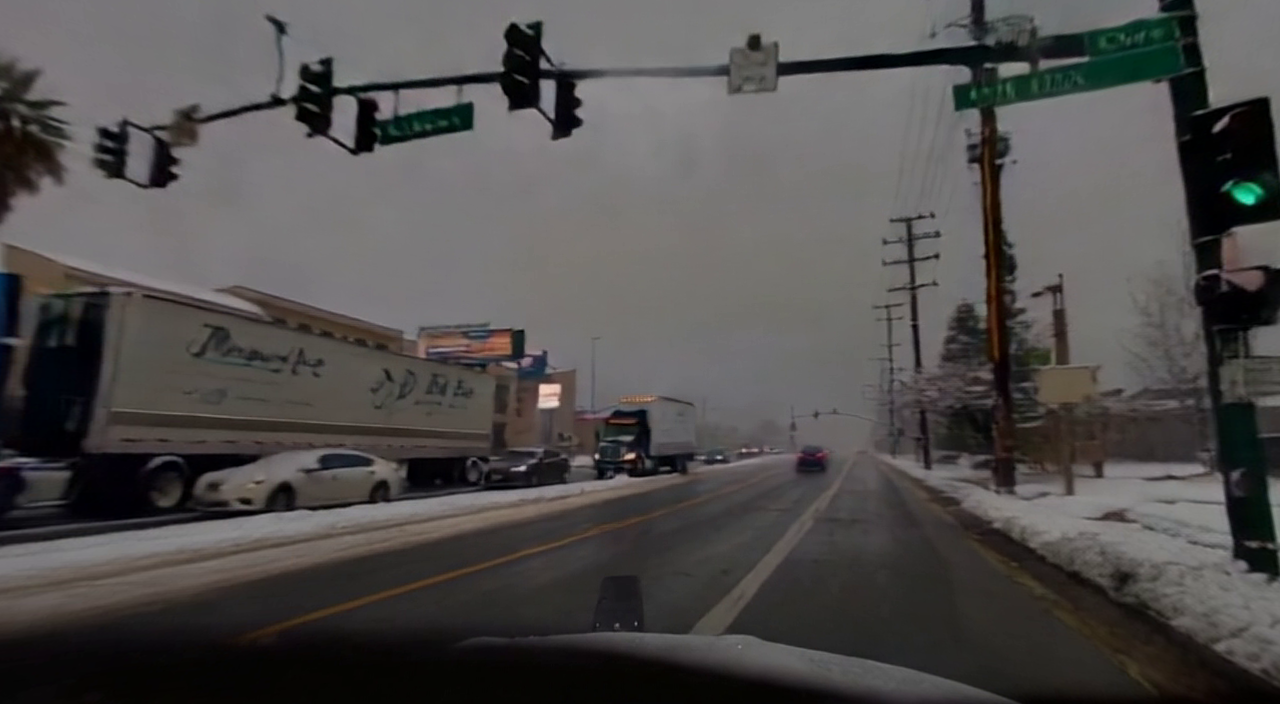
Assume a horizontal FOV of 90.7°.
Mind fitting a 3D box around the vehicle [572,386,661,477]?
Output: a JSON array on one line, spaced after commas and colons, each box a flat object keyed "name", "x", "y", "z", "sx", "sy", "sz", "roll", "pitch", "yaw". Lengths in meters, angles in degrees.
[{"name": "vehicle", "x": -1.047, "y": 3.755, "z": 29.607, "sx": 3.027, "sy": 3.903, "sz": 3.372, "roll": -4, "pitch": -9, "yaw": 21}]

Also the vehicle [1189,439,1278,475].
[{"name": "vehicle", "x": 28.305, "y": 5.006, "z": 30.323, "sx": 1.697, "sy": 1.559, "sz": 3.647, "roll": -3, "pitch": -9, "yaw": 20}]

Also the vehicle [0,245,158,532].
[{"name": "vehicle", "x": -11.859, "y": 0.316, "z": 8.257, "sx": 3.029, "sy": 4.352, "sz": 8.167, "roll": -3, "pitch": -9, "yaw": 19}]

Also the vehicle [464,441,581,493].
[{"name": "vehicle", "x": -3.854, "y": 3.899, "z": 21.620, "sx": 1.919, "sy": 1.512, "sz": 4.443, "roll": -5, "pitch": -10, "yaw": 19}]

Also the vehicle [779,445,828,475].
[{"name": "vehicle", "x": 9.127, "y": 5.911, "z": 34.974, "sx": 2.040, "sy": 1.492, "sz": 5.114, "roll": -3, "pitch": -9, "yaw": 20}]

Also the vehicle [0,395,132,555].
[{"name": "vehicle", "x": -9.069, "y": 1.392, "z": 6.840, "sx": 2.200, "sy": 1.893, "sz": 5.079, "roll": -5, "pitch": -10, "yaw": 17}]

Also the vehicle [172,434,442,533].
[{"name": "vehicle", "x": -6.533, "y": 2.569, "z": 13.241, "sx": 1.949, "sy": 1.510, "sz": 4.958, "roll": -5, "pitch": -7, "yaw": 19}]
